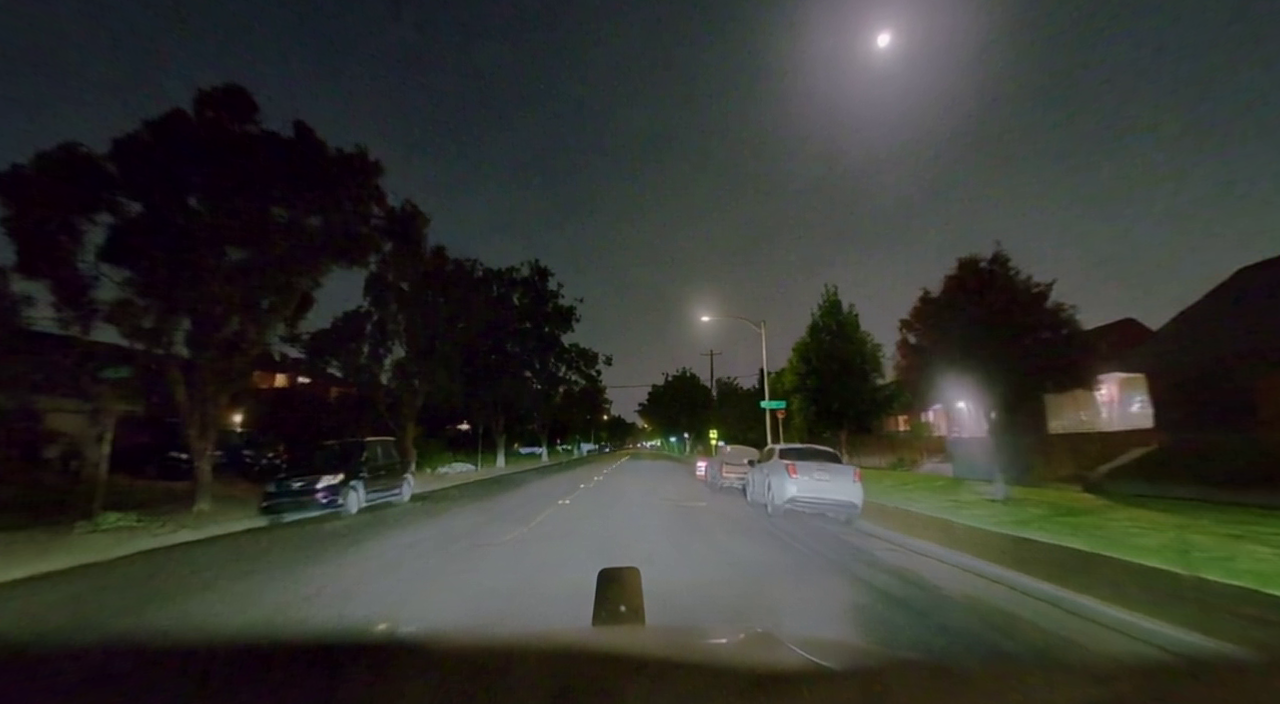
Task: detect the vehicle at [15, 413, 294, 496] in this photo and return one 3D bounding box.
[{"bbox_3d":[-15.028,3.208,19.963,6.526,2.046,2.522,4,-8,-1],"label":"vehicle"}]

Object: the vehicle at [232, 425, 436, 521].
[{"bbox_3d":[-6.989,2.858,15.297,2.266,1.877,5.167,0,-10,1],"label":"vehicle"}]

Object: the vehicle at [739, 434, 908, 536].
[{"bbox_3d":[3.294,2.471,12.415,1.896,1.602,4.571,0,-9,0],"label":"vehicle"}]
